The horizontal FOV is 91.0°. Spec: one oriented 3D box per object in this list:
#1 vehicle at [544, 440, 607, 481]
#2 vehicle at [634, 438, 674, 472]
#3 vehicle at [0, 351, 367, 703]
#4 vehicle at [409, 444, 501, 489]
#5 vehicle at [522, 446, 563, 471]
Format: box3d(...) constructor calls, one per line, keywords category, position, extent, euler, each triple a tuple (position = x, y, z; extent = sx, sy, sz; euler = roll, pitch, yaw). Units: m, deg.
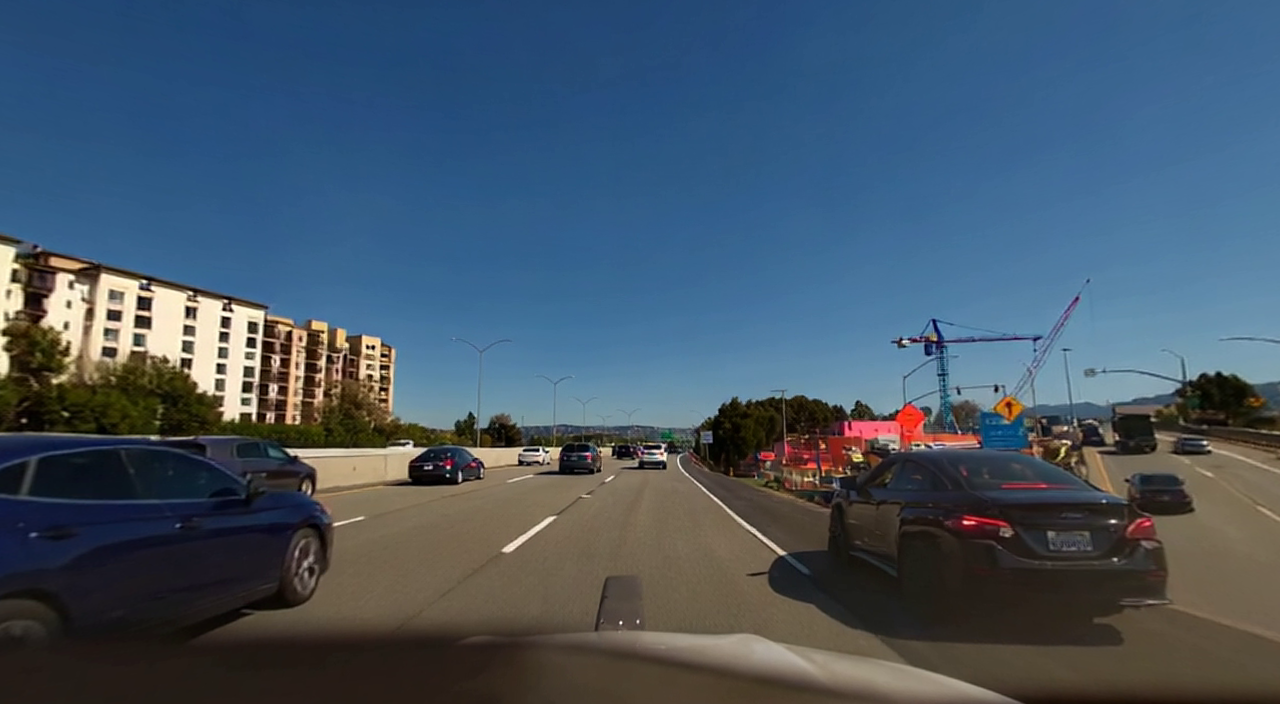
box3d(category="vehicle", position=(-2.802, 4.863, 28.439), extent=(2.109, 1.657, 4.554), euler=(0, -8, 3))
box3d(category="vehicle", position=(0.795, 5.812, 35.666), extent=(2.116, 1.763, 4.352), euler=(0, -9, 1))
box3d(category="vehicle", position=(-3.694, 1.021, 3.774), extent=(2.045, 1.710, 4.382), euler=(0, -8, 1))
box3d(category="vehicle", position=(-6.765, 4.220, 23.563), extent=(1.959, 1.486, 4.460), euler=(0, -9, 2))
box3d(category="vehicle", position=(-6.385, 6.974, 41.581), extent=(1.931, 1.505, 4.386), euler=(0, -8, 1))
